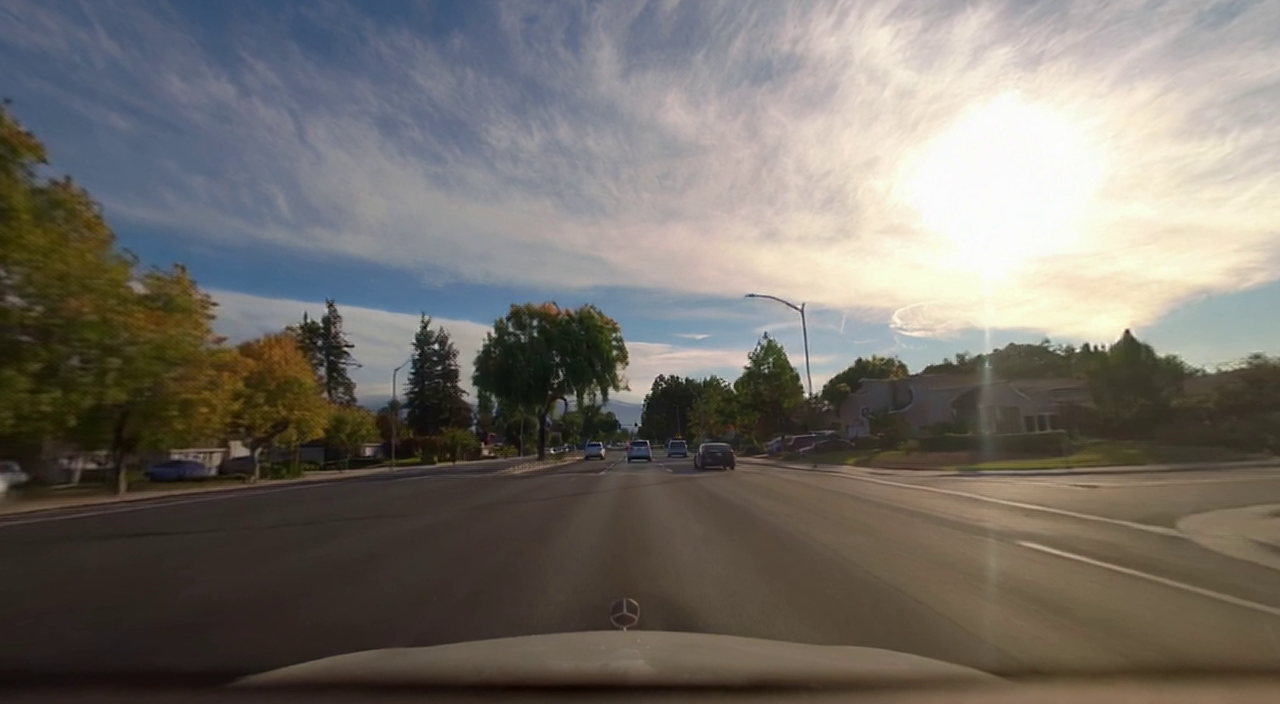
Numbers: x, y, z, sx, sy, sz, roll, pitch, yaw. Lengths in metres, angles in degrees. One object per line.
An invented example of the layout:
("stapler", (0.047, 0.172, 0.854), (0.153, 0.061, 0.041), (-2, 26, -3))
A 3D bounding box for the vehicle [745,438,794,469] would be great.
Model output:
("vehicle", (7.671, 6.044, 37.745), (1.933, 1.759, 3.900), (0, -8, -2))

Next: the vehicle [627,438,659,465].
("vehicle", (0.161, 6.689, 42.634), (2.043, 1.734, 4.253), (0, -8, -1))

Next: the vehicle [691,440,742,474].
("vehicle", (3.530, 4.905, 29.796), (1.830, 1.451, 4.009), (0, -8, -1))

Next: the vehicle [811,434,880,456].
("vehicle", (15.454, 7.045, 47.677), (4.491, 1.593, 1.884), (-1, -8, 3))

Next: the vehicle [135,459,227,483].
("vehicle", (-29.783, 7.722, 41.106), (4.450, 1.421, 1.932), (0, -8, 0))

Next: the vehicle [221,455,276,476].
("vehicle", (-30.013, 8.706, 48.562), (1.806, 1.476, 3.985), (0, -8, -2))
